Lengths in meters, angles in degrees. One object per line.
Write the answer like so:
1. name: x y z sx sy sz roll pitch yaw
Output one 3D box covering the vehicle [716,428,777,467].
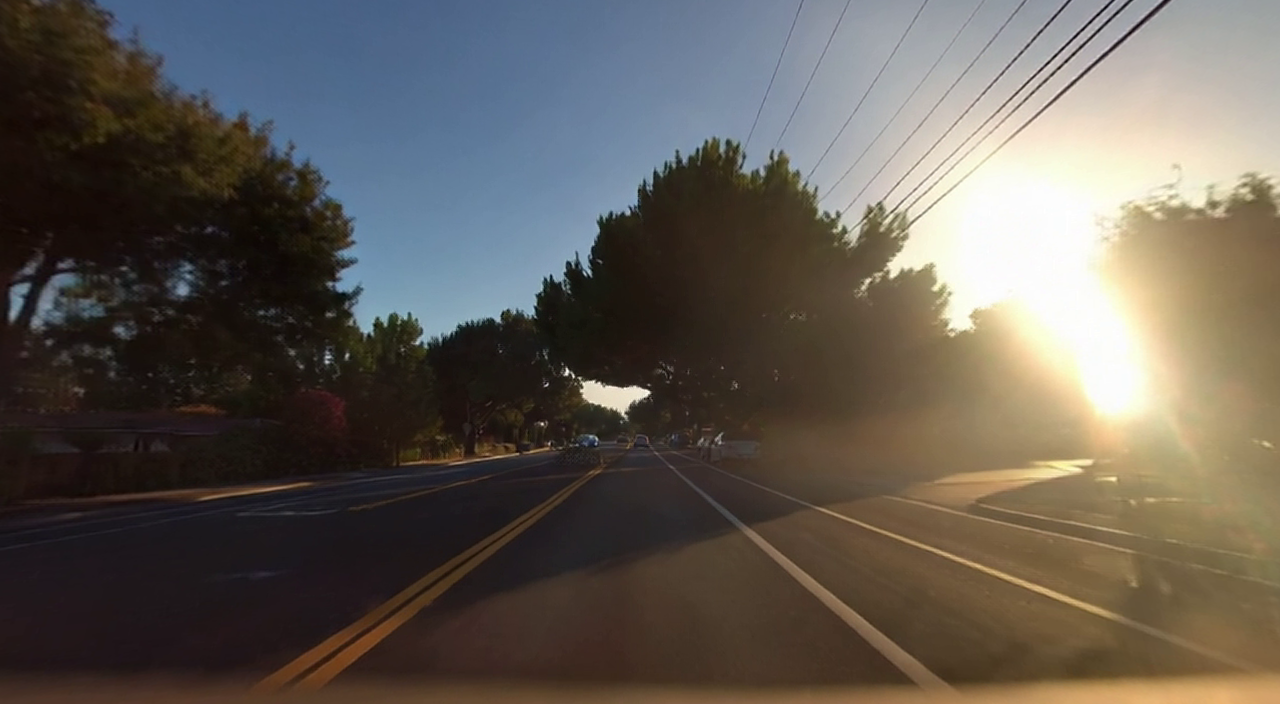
1. vehicle: 5.240 4.794 31.650 2.160 1.800 4.646 0 -8 -1
